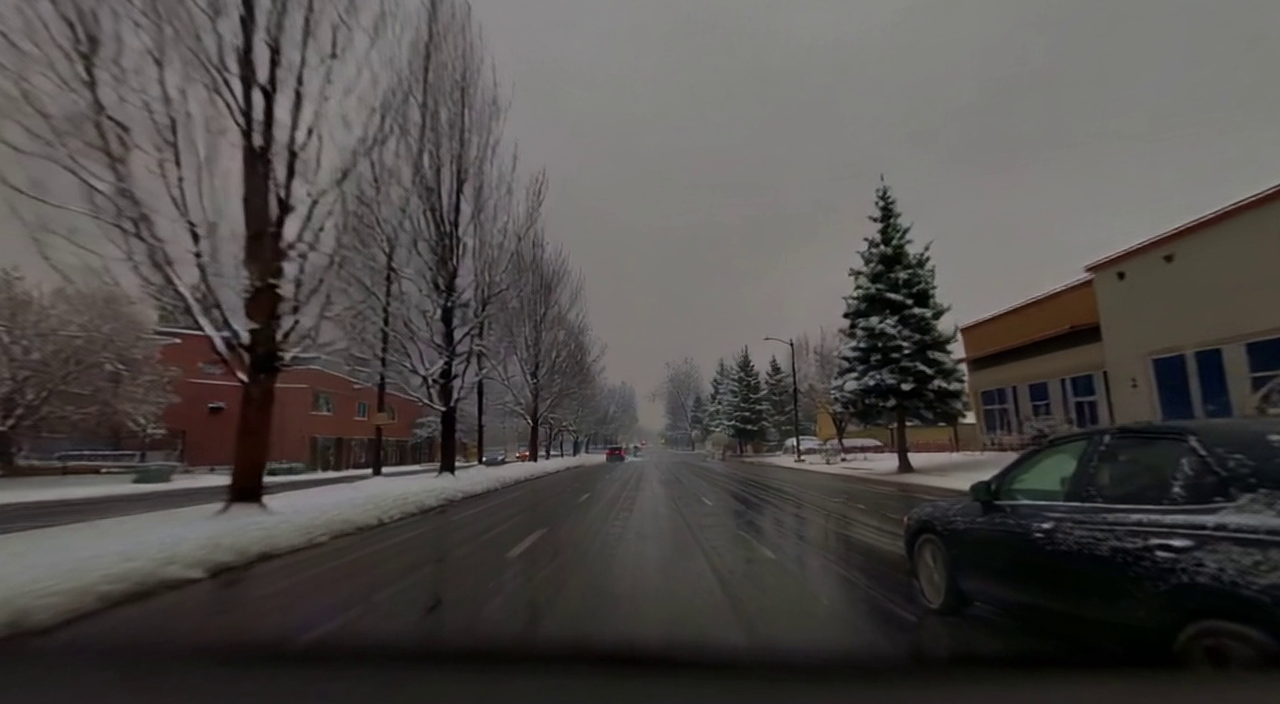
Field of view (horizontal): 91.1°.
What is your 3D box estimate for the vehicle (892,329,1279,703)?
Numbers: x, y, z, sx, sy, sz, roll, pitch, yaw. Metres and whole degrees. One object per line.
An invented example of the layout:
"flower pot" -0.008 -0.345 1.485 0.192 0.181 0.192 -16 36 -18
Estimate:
"vehicle" 3.185 0.903 2.990 2.090 1.685 4.436 0 -8 0
